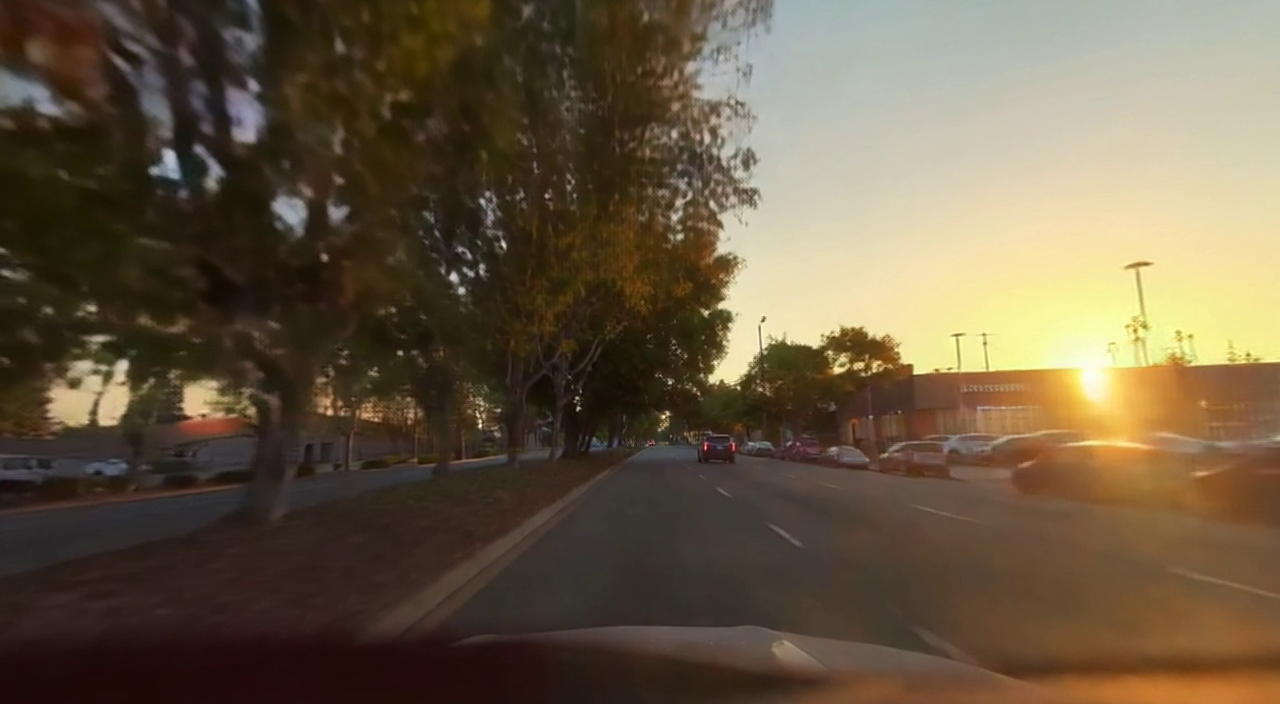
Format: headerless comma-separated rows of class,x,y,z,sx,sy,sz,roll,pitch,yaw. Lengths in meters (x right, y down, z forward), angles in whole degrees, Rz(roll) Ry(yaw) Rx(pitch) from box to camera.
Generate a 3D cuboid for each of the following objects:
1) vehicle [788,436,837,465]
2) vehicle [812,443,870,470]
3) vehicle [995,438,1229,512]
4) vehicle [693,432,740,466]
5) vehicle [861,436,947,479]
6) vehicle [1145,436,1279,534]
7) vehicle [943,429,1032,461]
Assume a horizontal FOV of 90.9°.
vehicle,11.246,6.470,41.518,1.959,1.751,4.961,0,-8,2
vehicle,11.116,5.776,35.073,1.824,1.364,4.238,0,-8,0
vehicle,10.838,2.819,15.080,1.894,1.469,4.730,0,-8,-1
vehicle,4.401,5.657,37.007,2.183,1.845,4.482,0,-8,0
vehicle,10.958,4.393,26.527,1.958,1.654,4.258,0,-8,3
vehicle,10.651,2.061,9.811,1.842,1.474,4.456,0,-8,0
vehicle,20.313,5.473,37.101,2.116,1.731,4.835,1,-8,-6
